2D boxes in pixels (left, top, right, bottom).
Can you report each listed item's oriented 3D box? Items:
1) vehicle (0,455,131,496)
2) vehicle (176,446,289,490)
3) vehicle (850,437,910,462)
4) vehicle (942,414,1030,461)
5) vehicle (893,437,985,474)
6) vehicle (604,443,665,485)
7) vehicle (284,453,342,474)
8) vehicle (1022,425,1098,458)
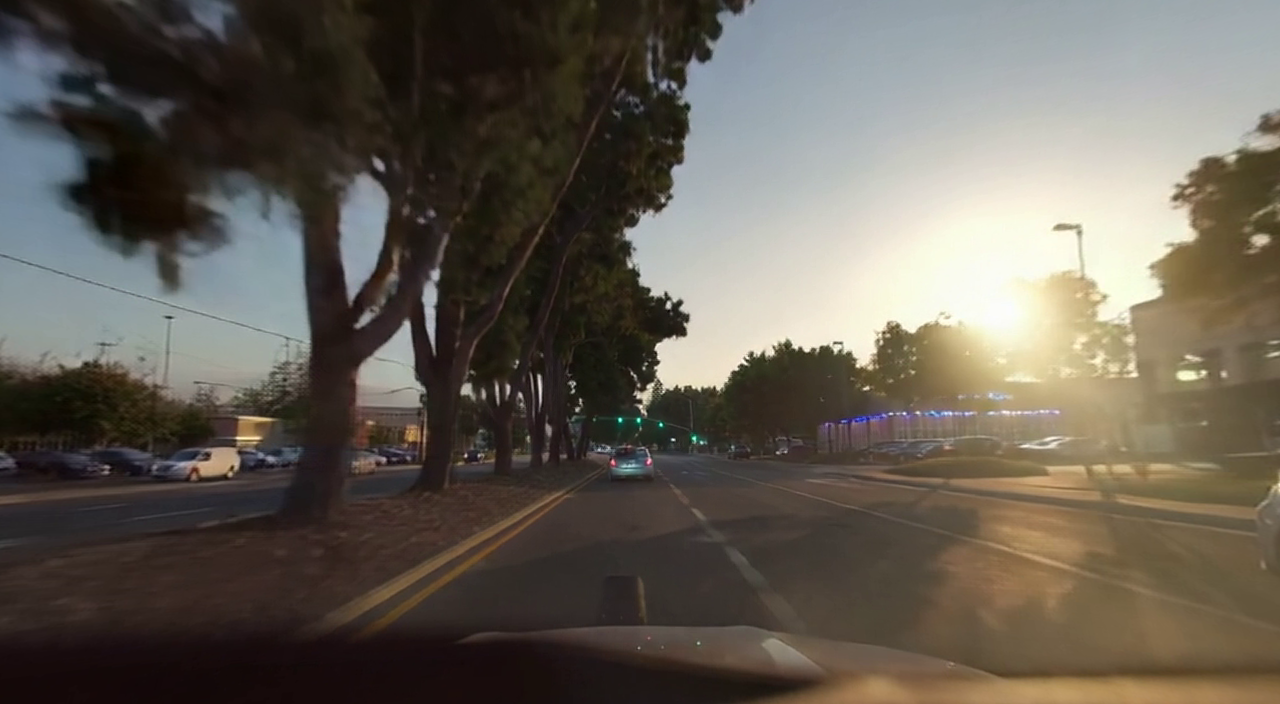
[{"bbox_3d":[-24.008,5.046,26.274,1.915,1.460,4.717,0,-8,-3],"label":"vehicle"},{"bbox_3d":[-19.315,5.478,30.303,2.129,1.794,4.967,-2,-8,0],"label":"vehicle"},{"bbox_3d":[18.653,7.615,49.448,2.253,1.771,5.722,0,-8,-2],"label":"vehicle"},{"bbox_3d":[27.014,6.763,49.766,2.764,3.374,7.305,0,-8,0],"label":"vehicle"},{"bbox_3d":[15.873,5.527,33.931,2.377,1.783,5.145,0,-8,-1],"label":"vehicle"},{"bbox_3d":[-0.220,4.359,24.935,2.185,1.473,3.925,0,-8,-1],"label":"vehicle"},{"bbox_3d":[-24.775,8.421,48.079,1.893,1.451,4.809,0,-8,-1],"label":"vehicle"},{"bbox_3d":[32.780,7.046,49.561,2.209,2.346,5.394,-2,-8,2],"label":"vehicle"}]
